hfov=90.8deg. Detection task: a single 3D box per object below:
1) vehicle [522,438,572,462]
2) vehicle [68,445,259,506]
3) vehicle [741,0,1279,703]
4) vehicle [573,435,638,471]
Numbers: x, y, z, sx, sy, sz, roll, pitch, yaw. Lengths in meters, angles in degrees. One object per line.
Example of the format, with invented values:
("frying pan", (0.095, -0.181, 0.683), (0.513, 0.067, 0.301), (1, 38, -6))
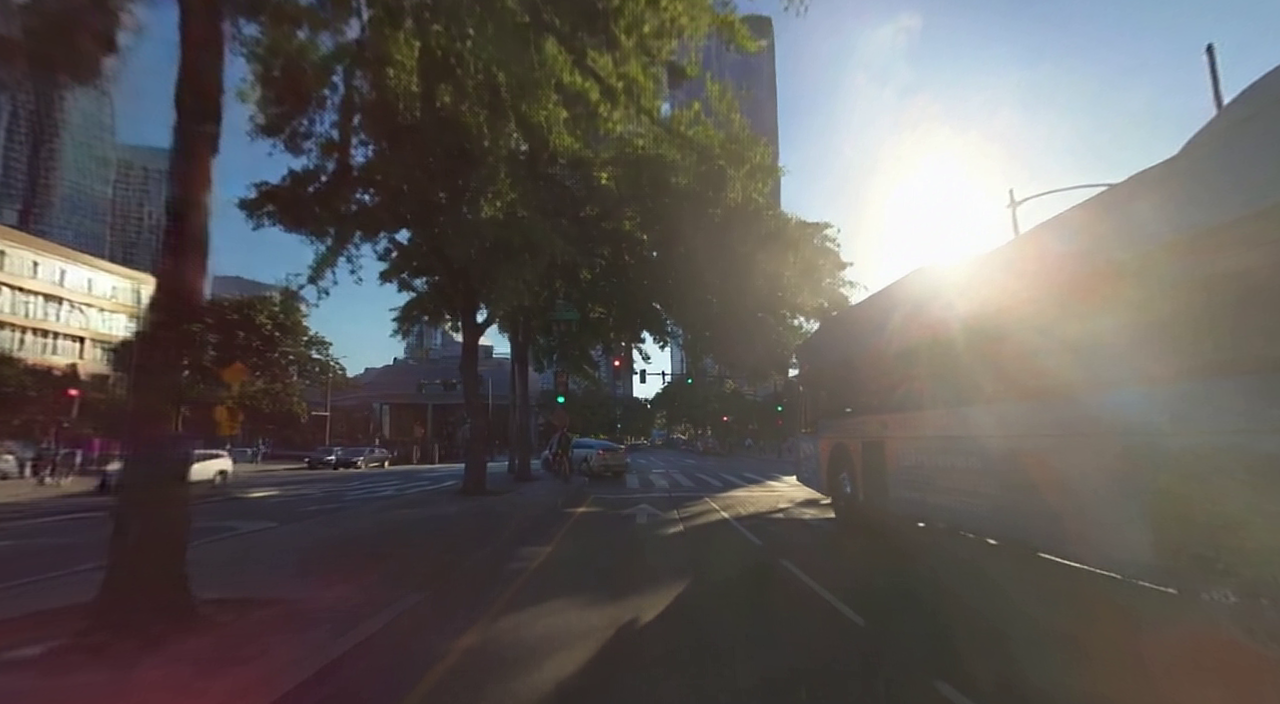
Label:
("vehicle", (-6.101, 6.365, 41.075), (2.036, 1.467, 3.979), (4, -9, -26))
("vehicle", (-14.405, 3.724, 19.476), (1.816, 1.490, 4.417), (-4, -7, 17))
("vehicle", (3.301, -0.080, 3.313), (3.250, 3.731, 13.693), (0, -8, 0))
("vehicle", (-1.674, 4.621, 29.110), (2.123, 1.544, 4.158), (2, -9, -15))
